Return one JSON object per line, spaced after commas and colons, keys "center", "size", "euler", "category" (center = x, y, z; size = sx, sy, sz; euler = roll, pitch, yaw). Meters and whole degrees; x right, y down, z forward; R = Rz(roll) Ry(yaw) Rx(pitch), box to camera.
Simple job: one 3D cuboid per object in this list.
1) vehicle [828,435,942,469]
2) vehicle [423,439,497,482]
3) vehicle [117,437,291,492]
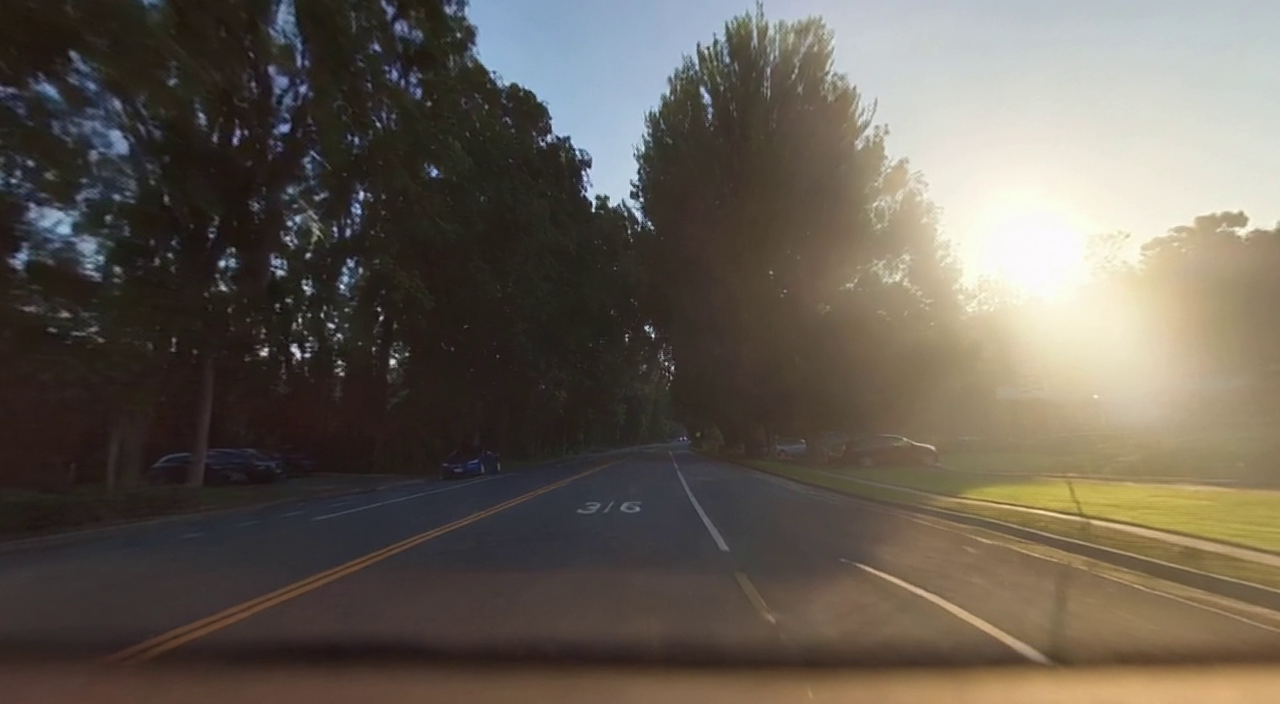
{"center": [11.130, 4.582, 28.887], "size": [4.460, 1.456, 1.804], "euler": [-1, -9, 3], "category": "vehicle"}
{"center": [-8.432, 5.084, 29.959], "size": [2.142, 1.723, 4.275], "euler": [-3, -8, 2], "category": "vehicle"}
{"center": [-15.687, 4.050, 22.879], "size": [4.753, 1.850, 2.127], "euler": [-1, -9, 3], "category": "vehicle"}
